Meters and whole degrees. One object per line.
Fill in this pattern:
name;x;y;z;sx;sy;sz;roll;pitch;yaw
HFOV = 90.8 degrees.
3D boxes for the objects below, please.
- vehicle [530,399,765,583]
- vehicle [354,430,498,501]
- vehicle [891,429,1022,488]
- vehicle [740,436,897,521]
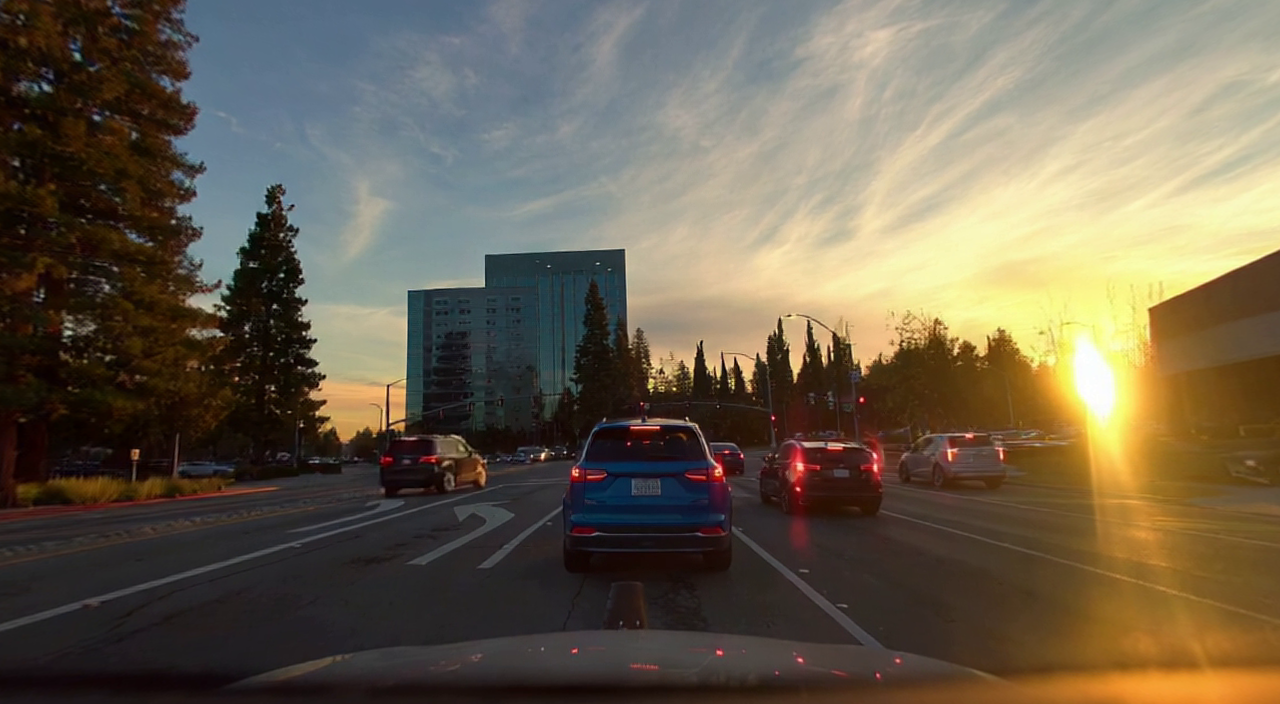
vehicle;0.062;1.655;8.260;2.266;1.762;4.131;0;-9;0
vehicle;-6.138;3.331;19.012;2.555;1.819;5.145;0;-9;0
vehicle;10.860;3.697;22.135;2.123;1.812;4.553;0;-9;-1
vehicle;3.507;2.558;13.359;1.997;1.471;4.321;0;-9;-1
